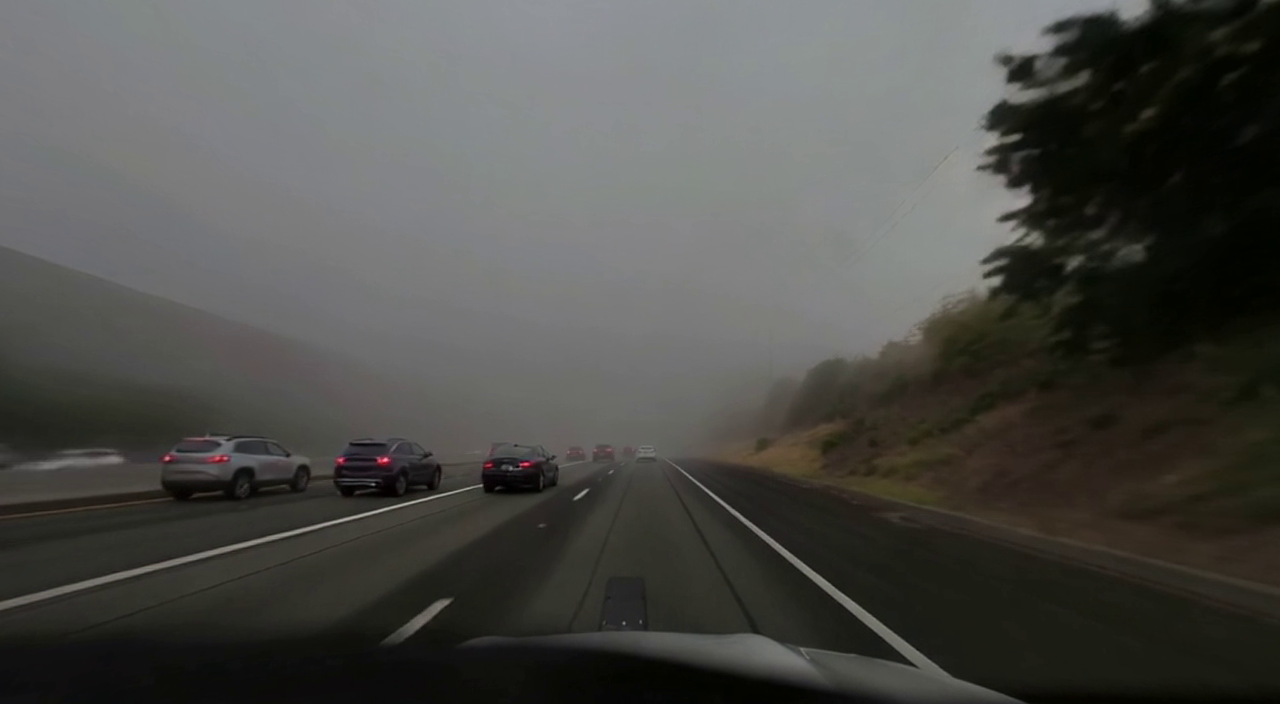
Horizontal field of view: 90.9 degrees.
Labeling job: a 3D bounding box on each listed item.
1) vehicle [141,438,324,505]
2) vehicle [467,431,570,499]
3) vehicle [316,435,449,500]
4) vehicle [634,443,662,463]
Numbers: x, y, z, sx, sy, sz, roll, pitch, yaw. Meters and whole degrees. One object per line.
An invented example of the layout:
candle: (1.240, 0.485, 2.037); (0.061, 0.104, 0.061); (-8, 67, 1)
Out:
vehicle: (-11.097, 3.255, 17.709); (1.951, 1.628, 4.617); (0, -8, 1)
vehicle: (-3.421, 3.268, 18.673); (2.052, 1.731, 4.372); (0, -8, 2)
vehicle: (-7.227, 3.255, 18.222); (1.959, 1.652, 4.170); (0, -8, 2)
vehicle: (0.550, 7.678, 48.256); (2.074, 1.465, 3.977); (0, -8, -1)
